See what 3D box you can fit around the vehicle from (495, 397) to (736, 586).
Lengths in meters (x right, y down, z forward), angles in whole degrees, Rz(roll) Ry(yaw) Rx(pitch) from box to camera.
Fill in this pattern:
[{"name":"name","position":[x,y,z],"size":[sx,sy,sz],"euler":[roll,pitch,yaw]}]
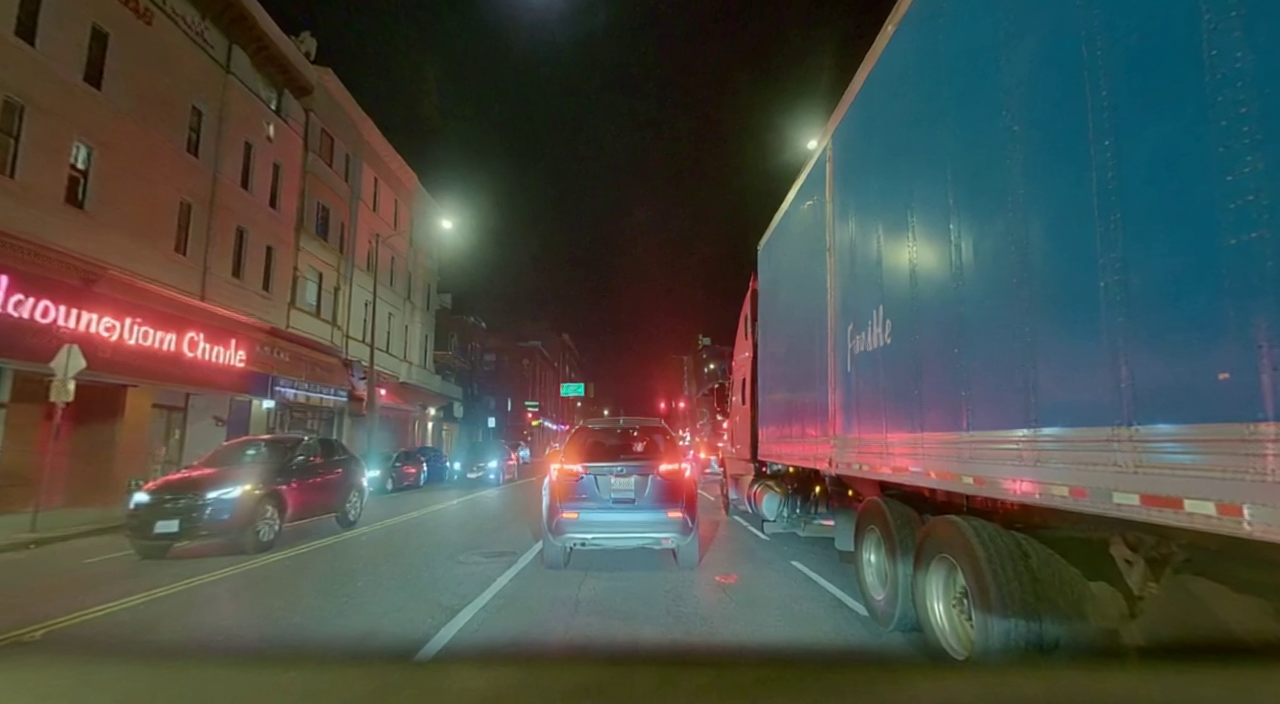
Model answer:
[{"name":"vehicle","position":[-0.238,1.671,8.369],"size":[2.283,1.783,4.548],"euler":[0,-9,0]}]

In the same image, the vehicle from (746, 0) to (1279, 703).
[{"name":"vehicle","position":[2.911,0.078,3.585],"size":[2.913,3.771,9.716],"euler":[0,-9,0]}]

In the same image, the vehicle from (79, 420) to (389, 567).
[{"name":"vehicle","position":[-5.710,2.011,9.733],"size":[1.960,1.736,4.255],"euler":[0,-9,-1]}]

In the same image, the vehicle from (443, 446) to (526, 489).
[{"name":"vehicle","position":[-5.745,4.310,23.952],"size":[1.997,1.467,4.373],"euler":[0,-9,0]}]
